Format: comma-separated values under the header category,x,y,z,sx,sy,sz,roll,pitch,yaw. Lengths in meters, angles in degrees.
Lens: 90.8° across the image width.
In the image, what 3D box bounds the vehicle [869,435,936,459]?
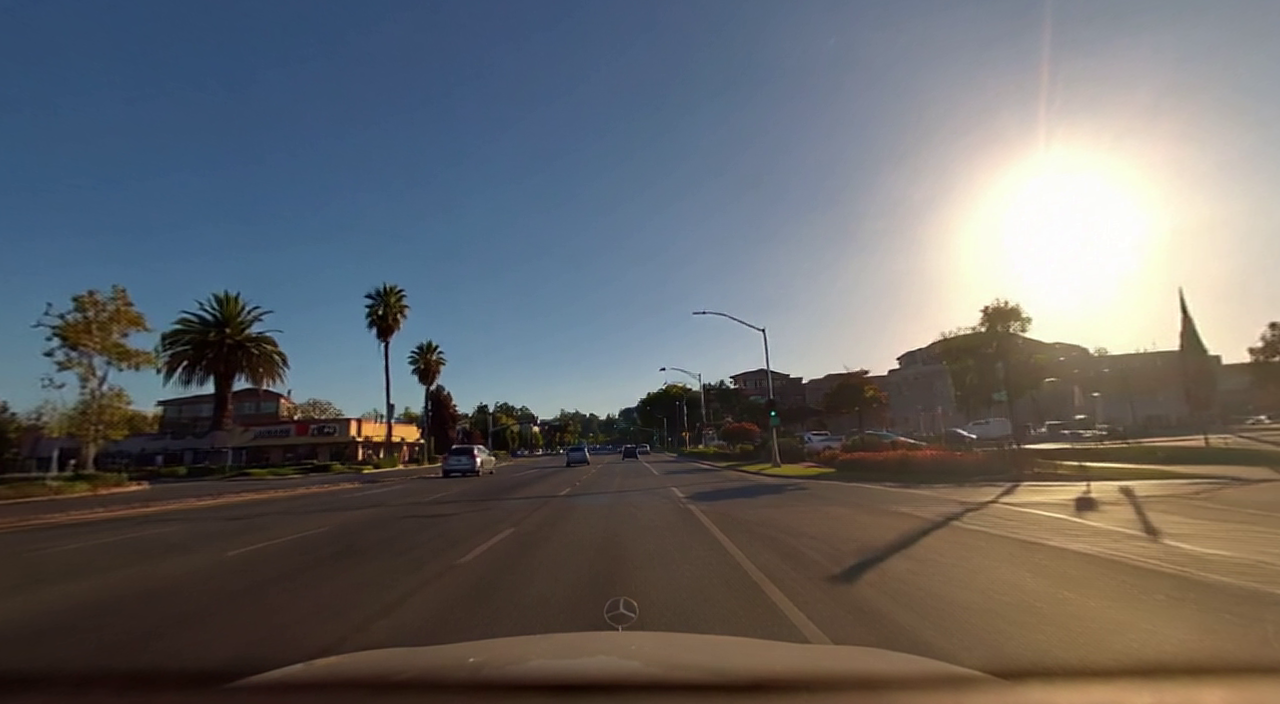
category,x,y,z,sx,sy,sz,roll,pitch,yaw
vehicle,20.039,7.245,48.249,4.548,1.741,1.971,-5,-10,25

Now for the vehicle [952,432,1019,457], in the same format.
category,x,y,z,sx,sy,sz,roll,pitch,yaw
vehicle,26.409,7.086,48.476,4.294,1.705,2.233,-6,-10,25

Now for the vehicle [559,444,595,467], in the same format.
category,x,y,z,sx,sy,sz,roll,pitch,yaw
vehicle,-4.285,7.113,43.375,2.181,1.483,4.123,0,-9,-2

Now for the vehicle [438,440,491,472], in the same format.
category,x,y,z,sx,sy,sz,roll,pitch,yaw
vehicle,-10.391,6.206,37.765,2.022,1.746,4.406,0,-9,-1
